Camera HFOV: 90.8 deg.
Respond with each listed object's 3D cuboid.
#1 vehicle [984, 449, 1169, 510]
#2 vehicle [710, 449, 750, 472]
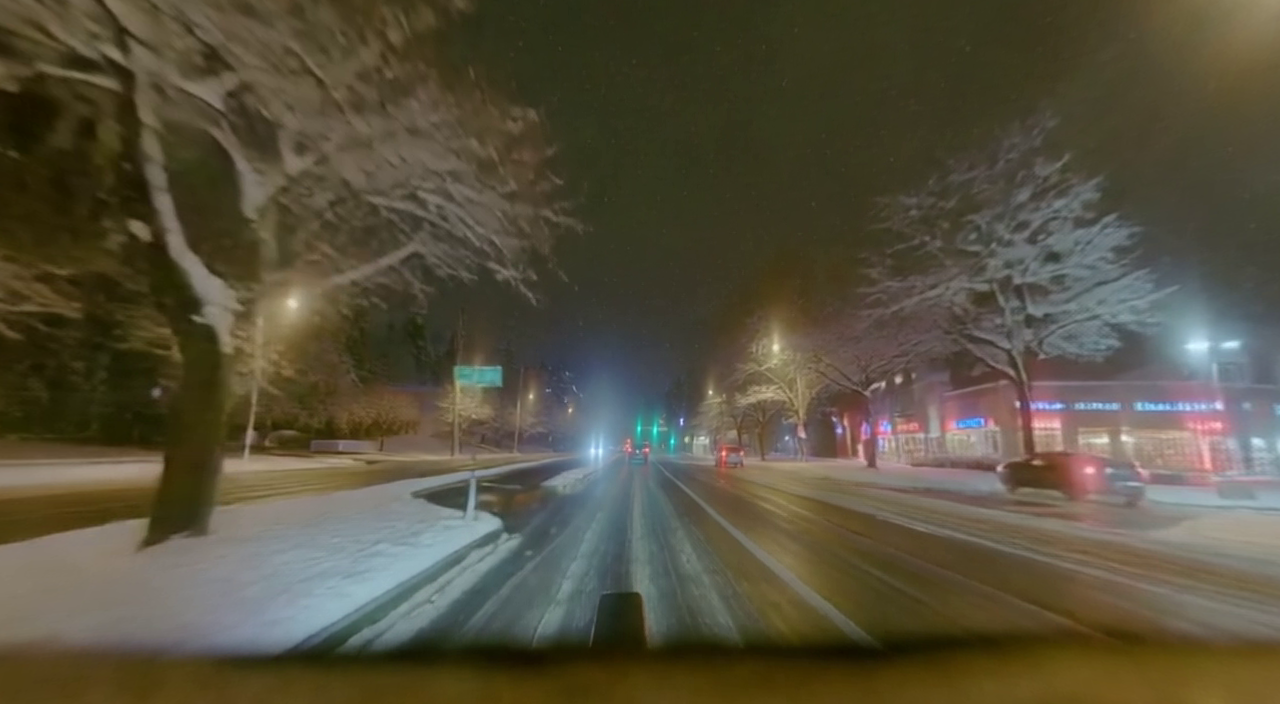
[{"bbox_3d":[13.482,3.945,19.730,4.281,1.719,1.983,1,-9,0],"label":"vehicle"},{"bbox_3d":[6.295,7.622,44.579,2.024,1.475,4.600,1,-9,-2],"label":"vehicle"}]
